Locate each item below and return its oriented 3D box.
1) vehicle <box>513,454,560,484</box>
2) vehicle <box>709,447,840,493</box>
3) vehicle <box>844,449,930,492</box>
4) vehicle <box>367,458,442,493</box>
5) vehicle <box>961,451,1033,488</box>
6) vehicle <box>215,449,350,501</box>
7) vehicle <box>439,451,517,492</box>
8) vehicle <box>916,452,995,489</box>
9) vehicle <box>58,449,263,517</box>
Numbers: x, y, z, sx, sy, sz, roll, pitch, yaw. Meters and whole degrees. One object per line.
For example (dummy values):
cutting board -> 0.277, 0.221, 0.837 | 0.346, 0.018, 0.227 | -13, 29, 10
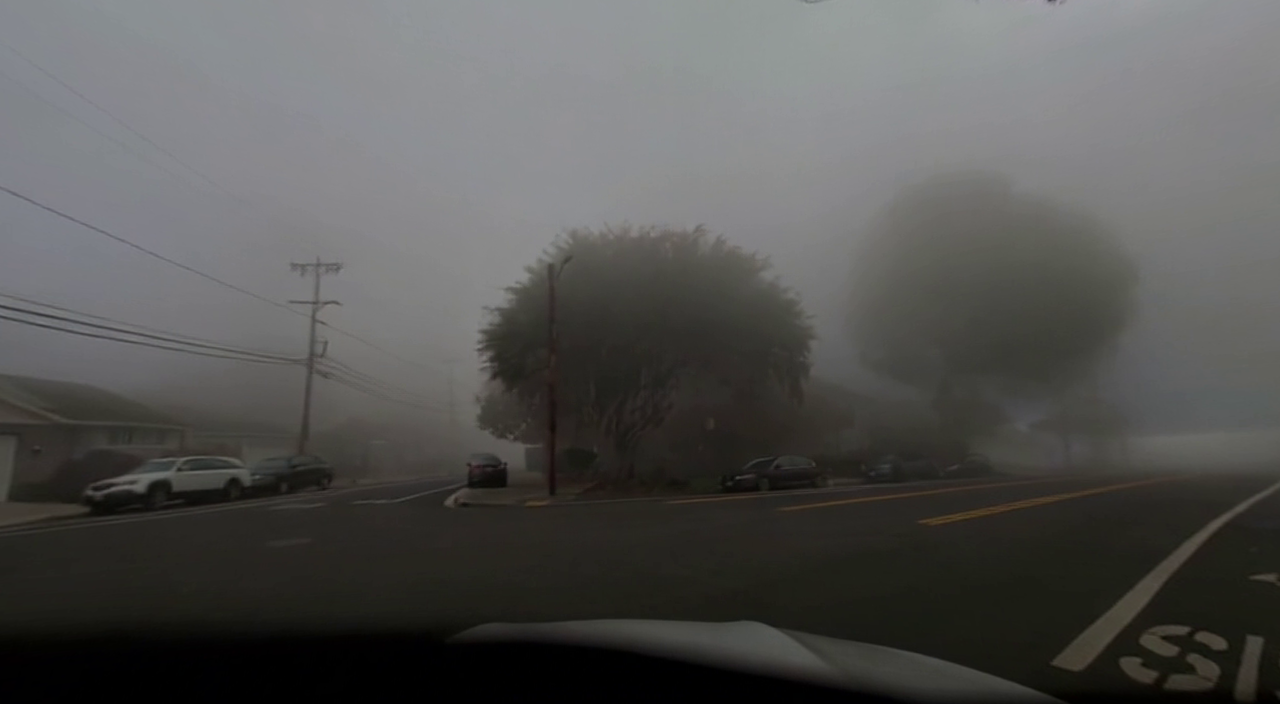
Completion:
vehicle -> -6.320, 7.186, 39.006 | 1.989, 1.683, 3.918 | -1, -8, 4
vehicle -> 5.187, 4.564, 23.988 | 5.197, 1.431, 2.136 | 12, -18, -41
vehicle -> 11.720, 5.515, 29.857 | 4.414, 1.837, 1.937 | 7, -11, -42
vehicle -> -14.555, 7.635, 39.416 | 2.287, 1.830, 5.343 | -1, -8, 4
vehicle -> 22.343, 7.231, 39.448 | 5.738, 2.060, 2.282 | 8, -12, -44
vehicle -> -15.067, 5.180, 27.176 | 2.283, 1.909, 5.692 | -1, -8, 2
vehicle -> -7.043, 5.218, 28.022 | 1.981, 1.579, 4.446 | -1, -8, 4
vehicle -> 17.781, 6.598, 35.510 | 5.499, 1.837, 2.089 | 8, -11, -43
vehicle -> -15.400, 4.165, 20.896 | 2.152, 1.877, 5.701 | -1, -8, 2
